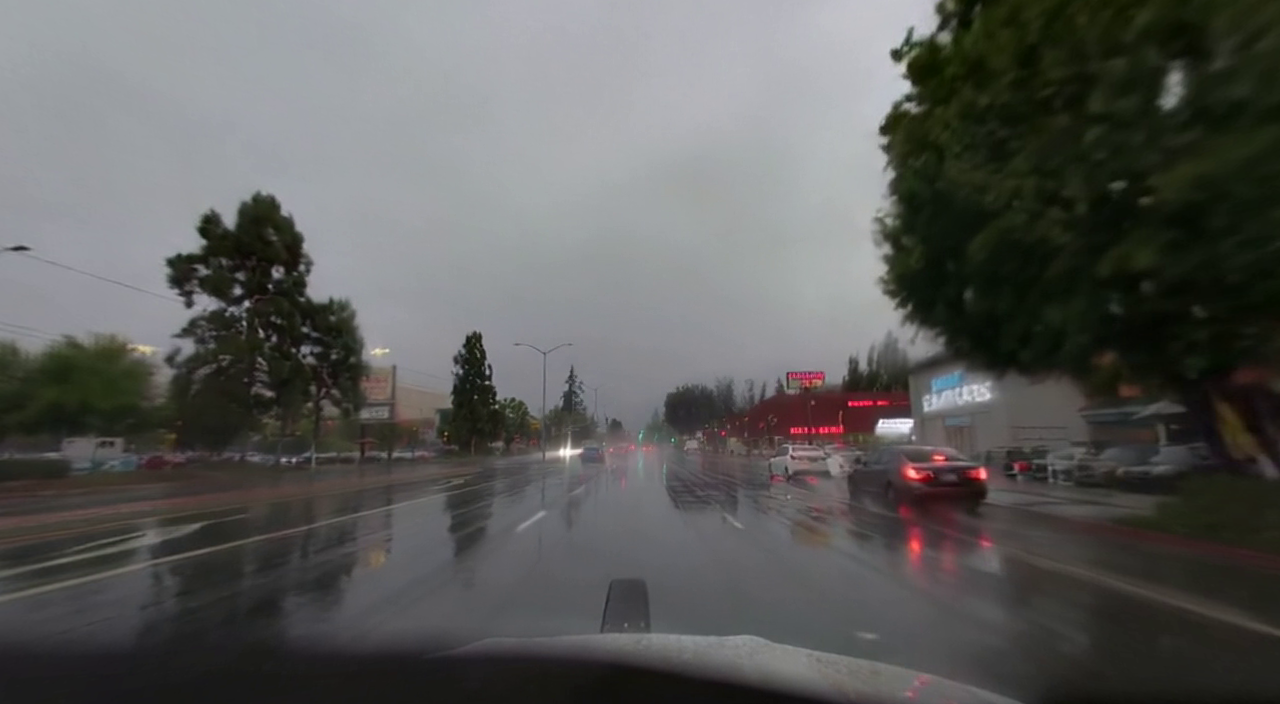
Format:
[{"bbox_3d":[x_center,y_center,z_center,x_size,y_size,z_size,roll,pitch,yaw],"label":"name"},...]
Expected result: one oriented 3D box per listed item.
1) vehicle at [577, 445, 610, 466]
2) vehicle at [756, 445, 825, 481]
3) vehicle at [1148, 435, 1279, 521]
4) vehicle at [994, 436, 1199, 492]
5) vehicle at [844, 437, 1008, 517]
[{"bbox_3d":[-3.292,7.415,45.255,2.005,1.446,4.265,0,-8,1],"label":"vehicle"},{"bbox_3d":[6.751,5.022,28.877,1.869,1.516,4.767,0,-8,-1],"label":"vehicle"},{"bbox_3d":[12.599,2.360,12.019,4.119,1.501,1.809,0,-8,3],"label":"vehicle"},{"bbox_3d":[12.776,3.144,17.848,4.357,1.463,1.915,1,-9,-4],"label":"vehicle"},{"bbox_3d":[6.572,2.886,15.095,1.934,1.641,4.117,0,-8,0],"label":"vehicle"}]
